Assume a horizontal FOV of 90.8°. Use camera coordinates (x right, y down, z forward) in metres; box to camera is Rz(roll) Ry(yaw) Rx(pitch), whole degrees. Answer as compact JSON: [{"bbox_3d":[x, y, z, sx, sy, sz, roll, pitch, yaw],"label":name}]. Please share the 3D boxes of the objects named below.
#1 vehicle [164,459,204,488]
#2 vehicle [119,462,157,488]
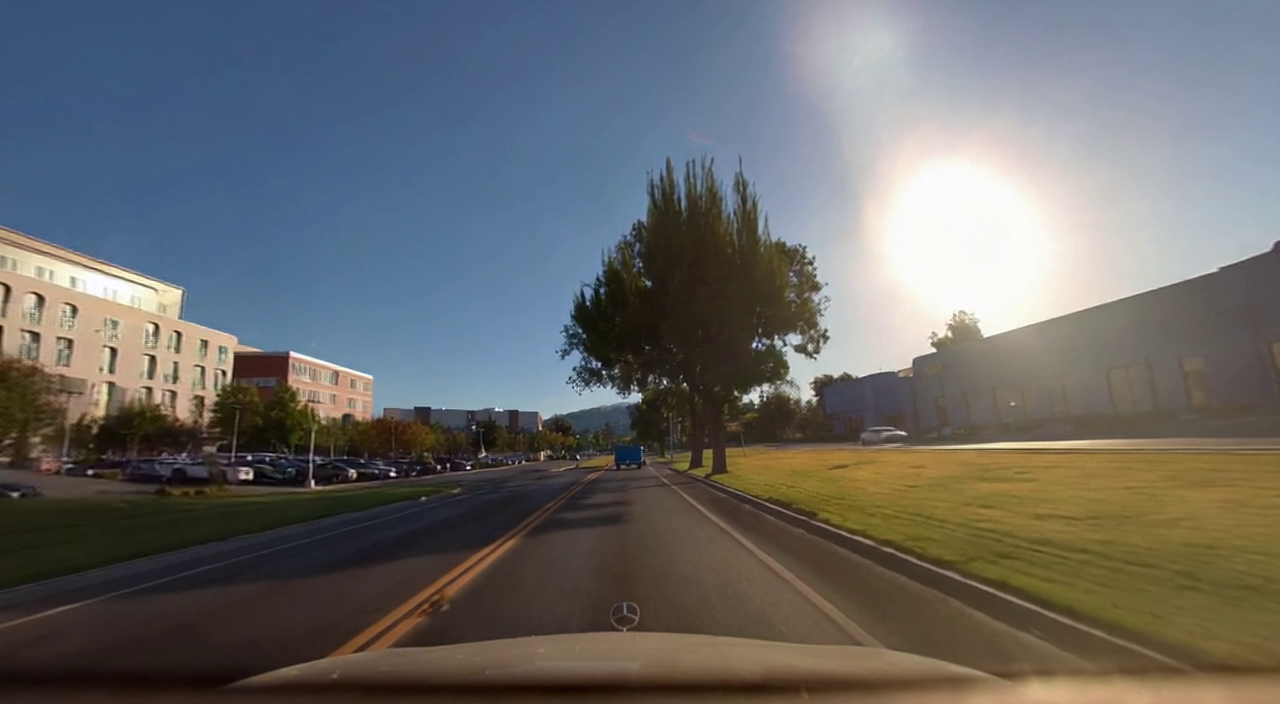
[{"bbox_3d":[-34.668,9.196,47.955,2.050,1.938,4.789,7,-11,-38],"label":"vehicle"},{"bbox_3d":[-37.900,9.249,47.640,2.047,1.746,4.461,7,-11,-39],"label":"vehicle"}]
